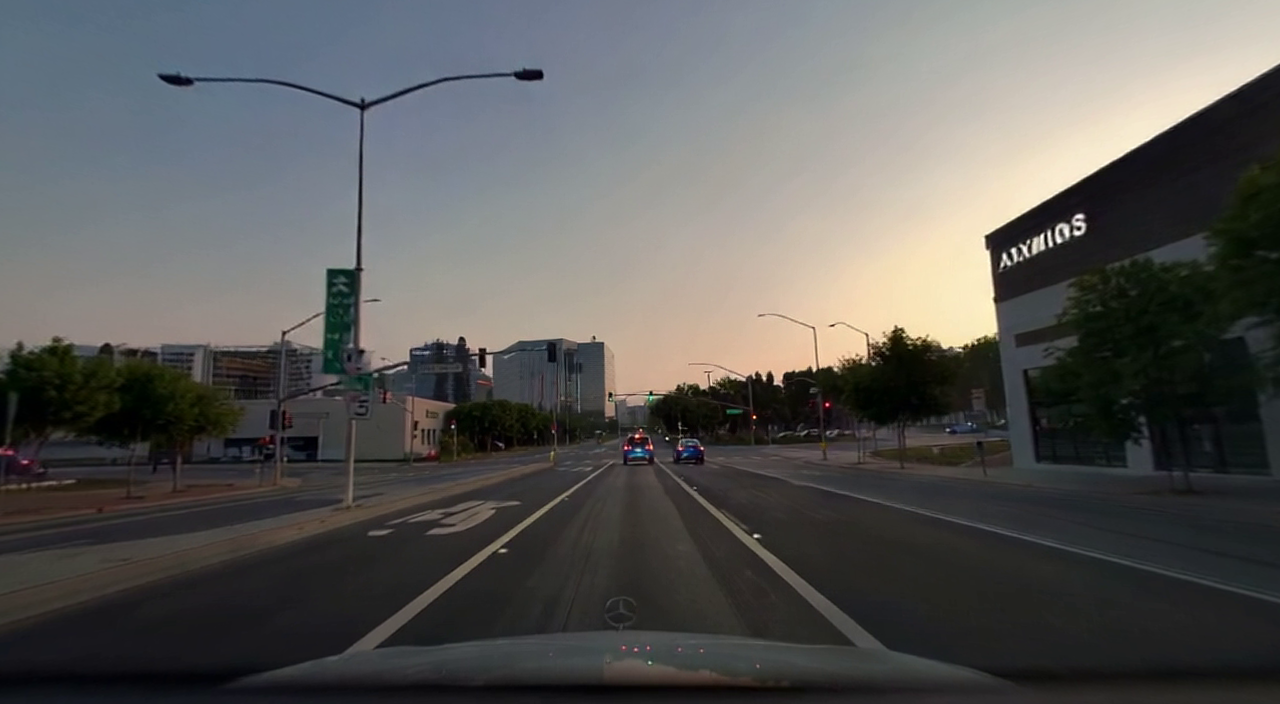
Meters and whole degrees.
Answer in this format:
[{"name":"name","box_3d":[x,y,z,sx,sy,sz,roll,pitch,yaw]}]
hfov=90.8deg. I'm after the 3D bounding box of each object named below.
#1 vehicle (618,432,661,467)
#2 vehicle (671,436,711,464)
[{"name":"vehicle","box_3d":[-0.104,5.863,38.011,2.413,1.939,4.716,0,-8,-2]},{"name":"vehicle","box_3d":[3.287,6.390,41.225,2.107,1.736,4.228,0,-8,-2]}]
